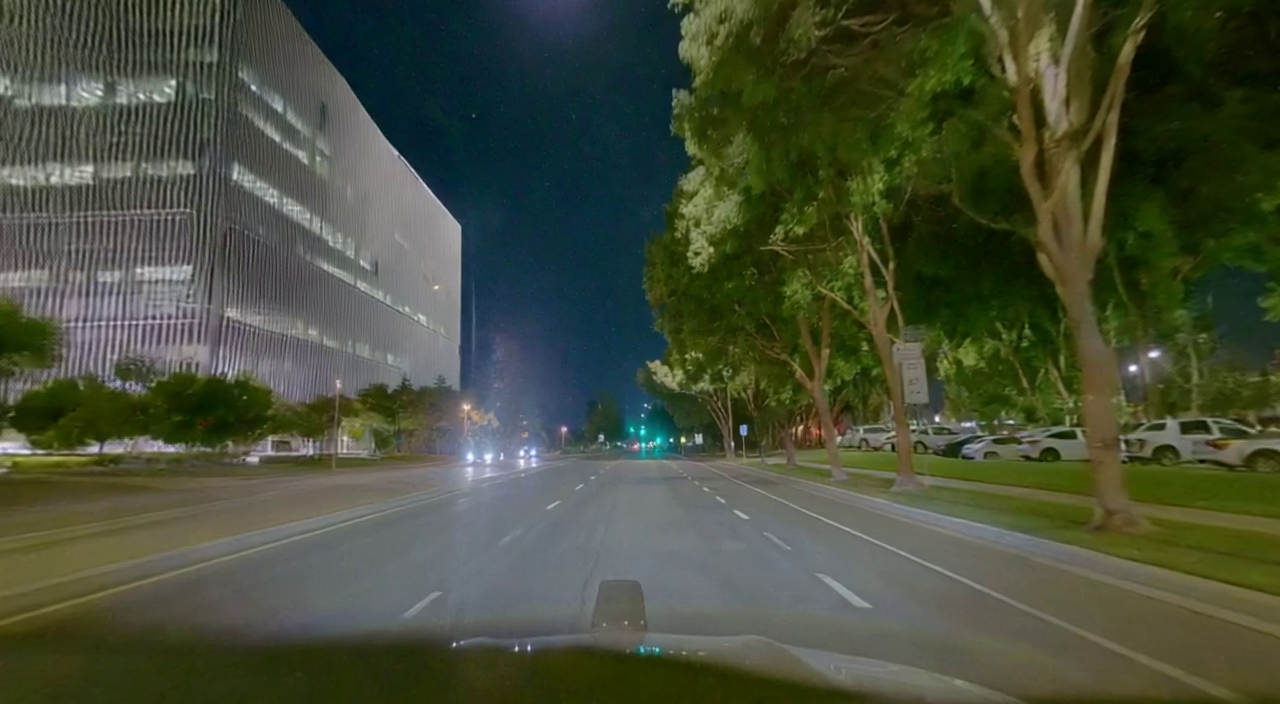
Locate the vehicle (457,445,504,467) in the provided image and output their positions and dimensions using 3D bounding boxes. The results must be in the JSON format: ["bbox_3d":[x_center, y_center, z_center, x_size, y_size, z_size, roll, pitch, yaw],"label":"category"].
[{"bbox_3d":[-11.776,7.702,46.844,2.128,1.514,4.784,-1,-8,2],"label":"vehicle"}]

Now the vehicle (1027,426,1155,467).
[{"bbox_3d":[16.235,3.377,22.822,3.313,1.368,1.690,0,-7,2],"label":"vehicle"}]

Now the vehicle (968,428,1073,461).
[{"bbox_3d":[16.431,4.014,27.315,3.410,1.368,1.789,0,-9,-4],"label":"vehicle"}]

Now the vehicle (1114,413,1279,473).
[{"bbox_3d":[15.926,2.565,17.994,3.322,1.389,1.731,-4,-5,-2],"label":"vehicle"}]

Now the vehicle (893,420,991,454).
[{"bbox_3d":[15.387,4.336,32.257,3.935,1.487,2.018,-2,-7,-2],"label":"vehicle"}]
